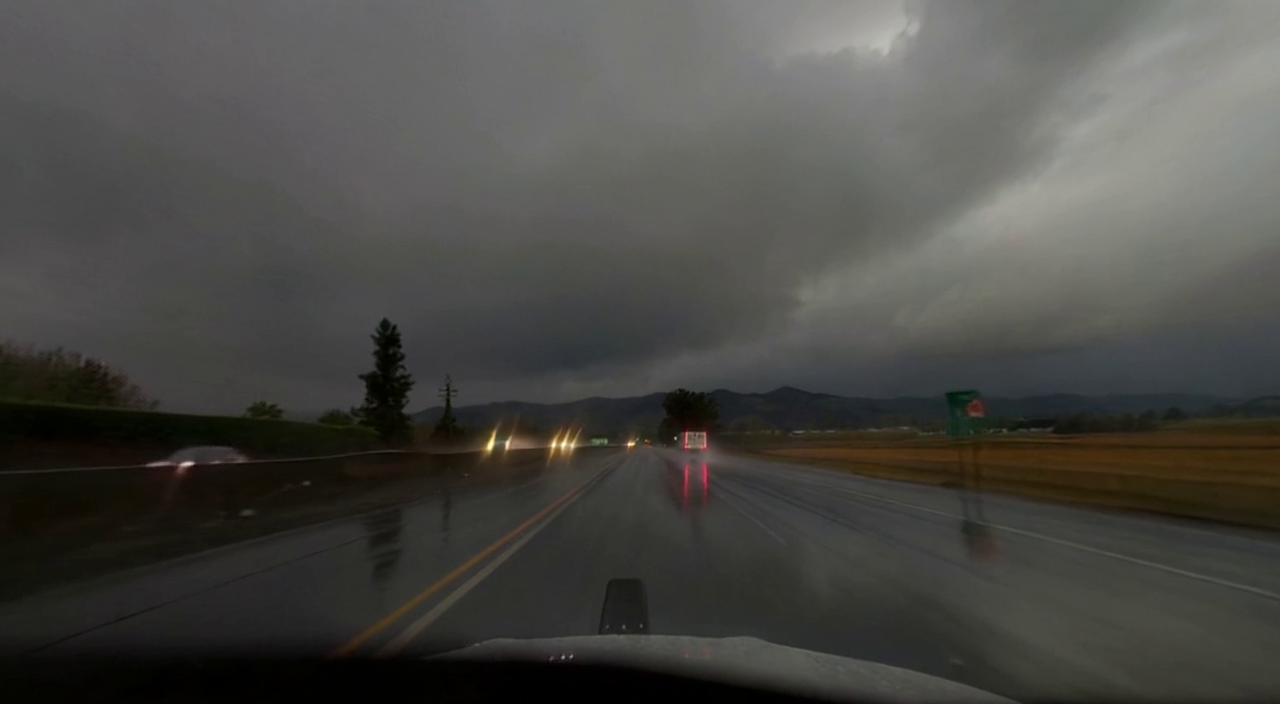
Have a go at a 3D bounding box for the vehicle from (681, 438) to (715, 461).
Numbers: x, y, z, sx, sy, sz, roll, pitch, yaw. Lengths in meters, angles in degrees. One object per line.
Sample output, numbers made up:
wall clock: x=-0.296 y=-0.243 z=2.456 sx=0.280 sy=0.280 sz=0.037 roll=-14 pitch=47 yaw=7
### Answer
vehicle: x=4.381 y=7.470 z=48.353 sx=2.157 sy=1.640 sz=4.056 roll=0 pitch=-8 yaw=0

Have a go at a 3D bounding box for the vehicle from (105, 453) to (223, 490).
vehicle: x=-21.054 y=5.291 z=28.164 sx=1.701 sy=1.419 sz=4.484 roll=0 pitch=-8 yaw=1
